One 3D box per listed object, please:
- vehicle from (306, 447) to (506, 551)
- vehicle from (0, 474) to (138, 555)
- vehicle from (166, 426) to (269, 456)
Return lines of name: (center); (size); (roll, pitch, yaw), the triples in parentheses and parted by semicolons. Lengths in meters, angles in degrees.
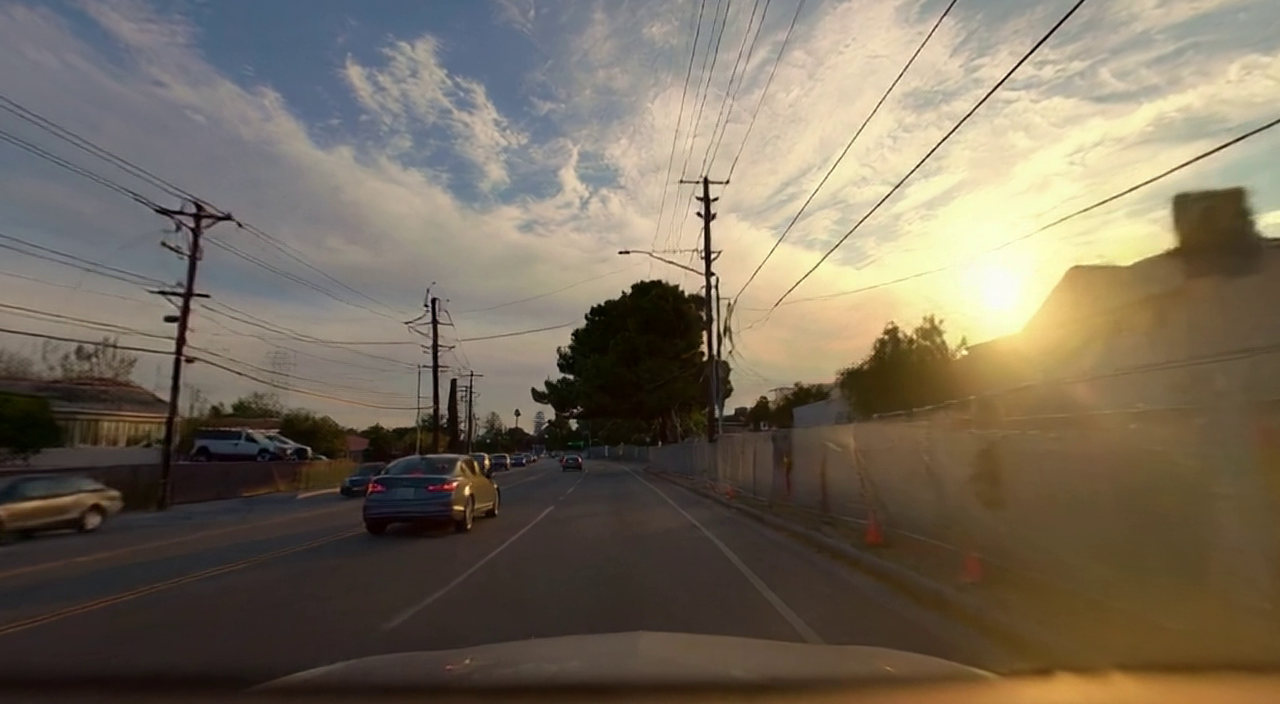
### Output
vehicle: (-3.896, 2.505, 11.492); (2.020, 1.489, 4.469); (1, -9, -1)
vehicle: (-14.343, 3.648, 14.391); (1.950, 1.516, 4.704); (1, -9, -2)
vehicle: (-25.780, 5.490, 38.575); (4.635, 1.737, 2.146); (1, -9, -6)
